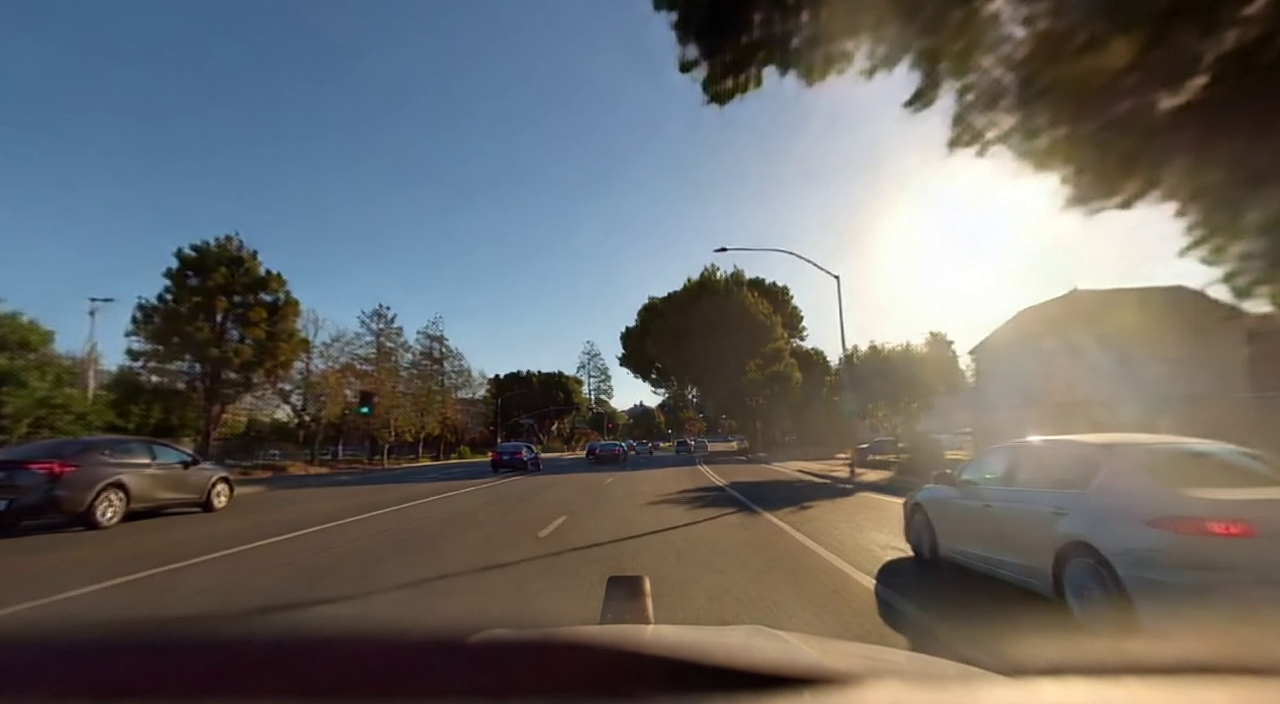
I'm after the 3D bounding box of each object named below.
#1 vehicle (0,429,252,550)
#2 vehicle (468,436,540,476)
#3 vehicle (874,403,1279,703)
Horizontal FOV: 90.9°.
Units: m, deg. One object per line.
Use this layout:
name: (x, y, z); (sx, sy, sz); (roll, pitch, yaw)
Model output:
vehicle: (-8.763, 2.128, 10.460); (1.951, 1.554, 4.444); (0, -8, -3)
vehicle: (-5.932, 4.594, 28.001); (1.988, 1.597, 4.404); (-1, -8, 3)
vehicle: (3.785, 1.323, 5.168); (2.003, 1.494, 4.705); (0, -8, 1)
